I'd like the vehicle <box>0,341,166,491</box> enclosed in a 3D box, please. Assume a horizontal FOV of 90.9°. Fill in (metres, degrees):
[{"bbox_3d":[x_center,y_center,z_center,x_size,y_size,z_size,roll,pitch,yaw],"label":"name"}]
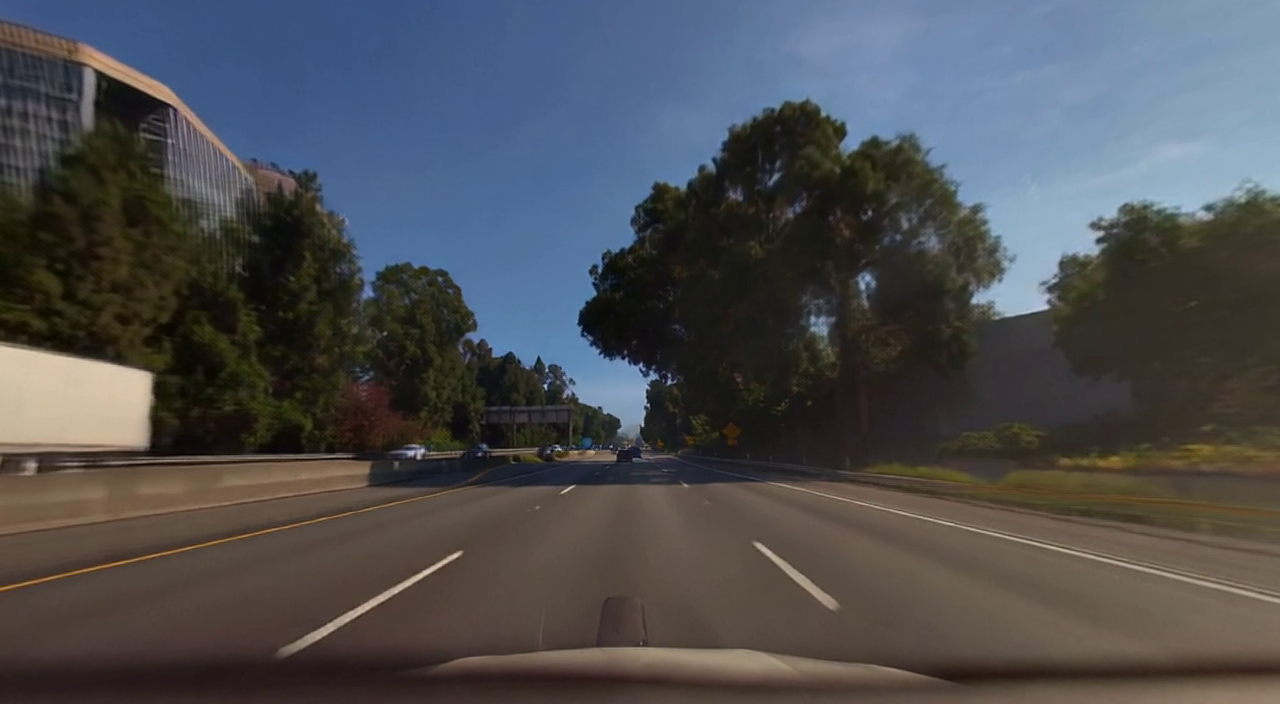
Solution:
[{"bbox_3d":[-18.661,1.971,18.548,2.892,3.974,8.106,0,-9,1],"label":"vehicle"}]
